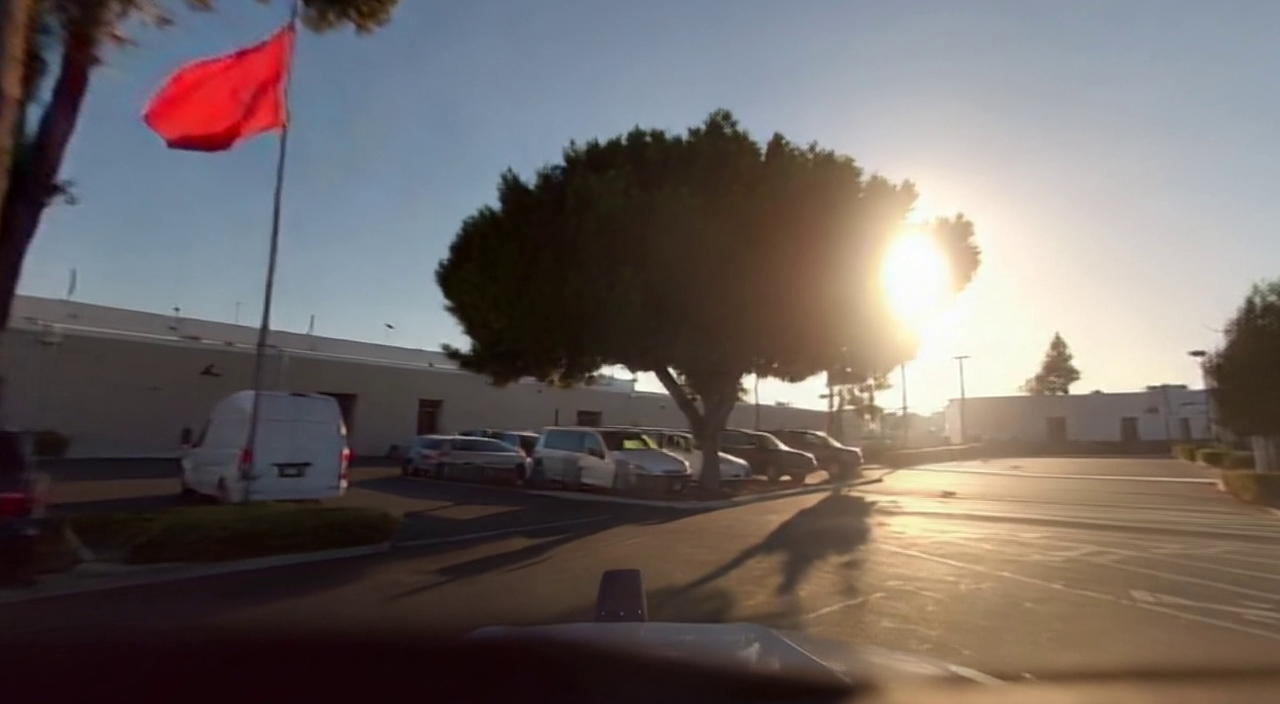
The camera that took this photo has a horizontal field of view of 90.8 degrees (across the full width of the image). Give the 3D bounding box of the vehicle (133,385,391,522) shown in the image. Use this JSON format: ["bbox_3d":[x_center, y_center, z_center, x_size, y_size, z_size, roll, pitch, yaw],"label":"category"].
[{"bbox_3d":[-8.259,2.145,13.592,5.986,2.324,2.491,-7,-11,36],"label":"vehicle"}]

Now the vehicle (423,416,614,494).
[{"bbox_3d":[-4.074,3.222,20.286,6.632,2.126,2.228,-6,-9,38],"label":"vehicle"}]

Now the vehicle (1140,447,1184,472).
[{"bbox_3d":[36.126,7.413,43.809,2.026,1.659,4.314,-7,-10,37],"label":"vehicle"}]

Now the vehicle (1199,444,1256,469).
[{"bbox_3d":[44.156,7.839,47.439,4.342,1.753,2.021,5,-10,-34],"label":"vehicle"}]
